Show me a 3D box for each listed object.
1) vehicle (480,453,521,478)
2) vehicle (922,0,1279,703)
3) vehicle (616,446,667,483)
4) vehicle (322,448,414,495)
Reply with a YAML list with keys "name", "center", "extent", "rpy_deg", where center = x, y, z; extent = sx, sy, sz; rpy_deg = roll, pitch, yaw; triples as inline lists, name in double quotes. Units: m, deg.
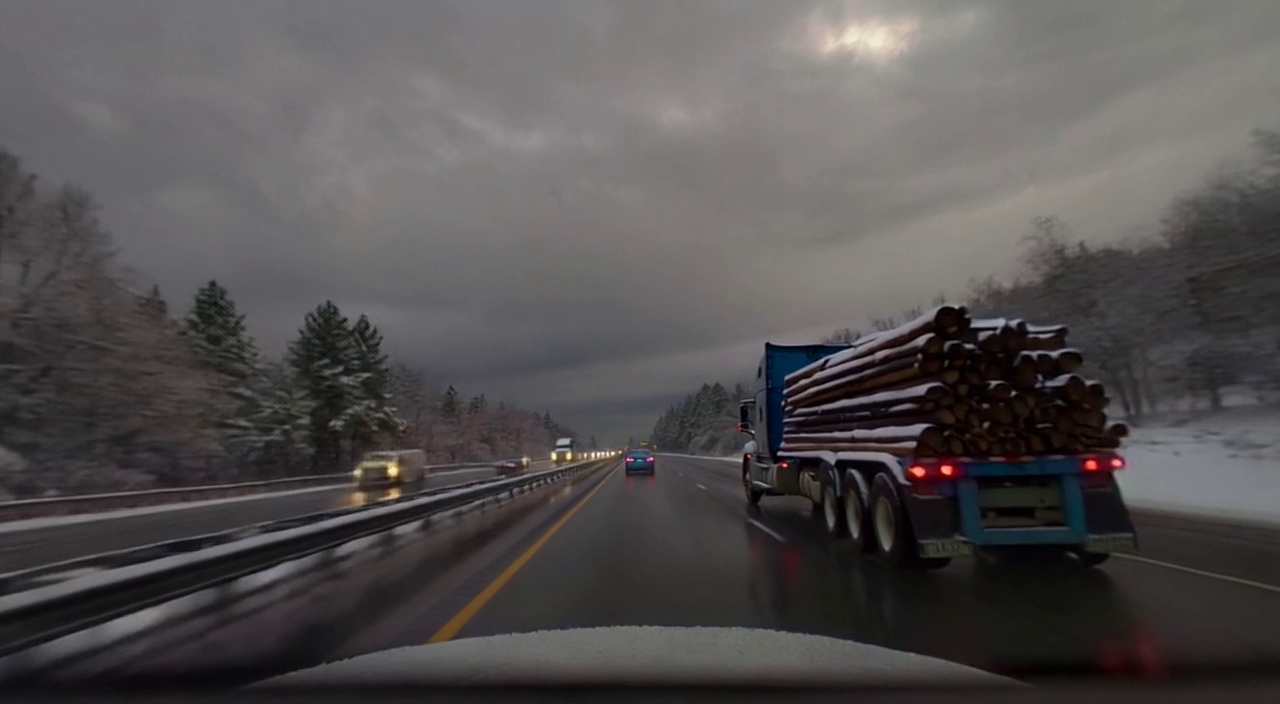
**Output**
- name: "vehicle"
  center: [-9.371, 7.653, 42.413]
  extent: [1.873, 1.549, 4.104]
  rpy_deg: [-1, -9, 0]
- name: "vehicle"
  center: [4.076, -0.402, 1.100]
  extent: [3.004, 3.923, 8.363]
  rpy_deg: [0, -9, -1]
- name: "vehicle"
  center: [0.058, 5.000, 28.196]
  extent: [2.099, 1.506, 4.097]
  rpy_deg: [0, -9, 0]
- name: "vehicle"
  center: [-12.835, 5.639, 30.009]
  extent: [2.200, 2.009, 4.778]
  rpy_deg: [-1, -9, 0]
